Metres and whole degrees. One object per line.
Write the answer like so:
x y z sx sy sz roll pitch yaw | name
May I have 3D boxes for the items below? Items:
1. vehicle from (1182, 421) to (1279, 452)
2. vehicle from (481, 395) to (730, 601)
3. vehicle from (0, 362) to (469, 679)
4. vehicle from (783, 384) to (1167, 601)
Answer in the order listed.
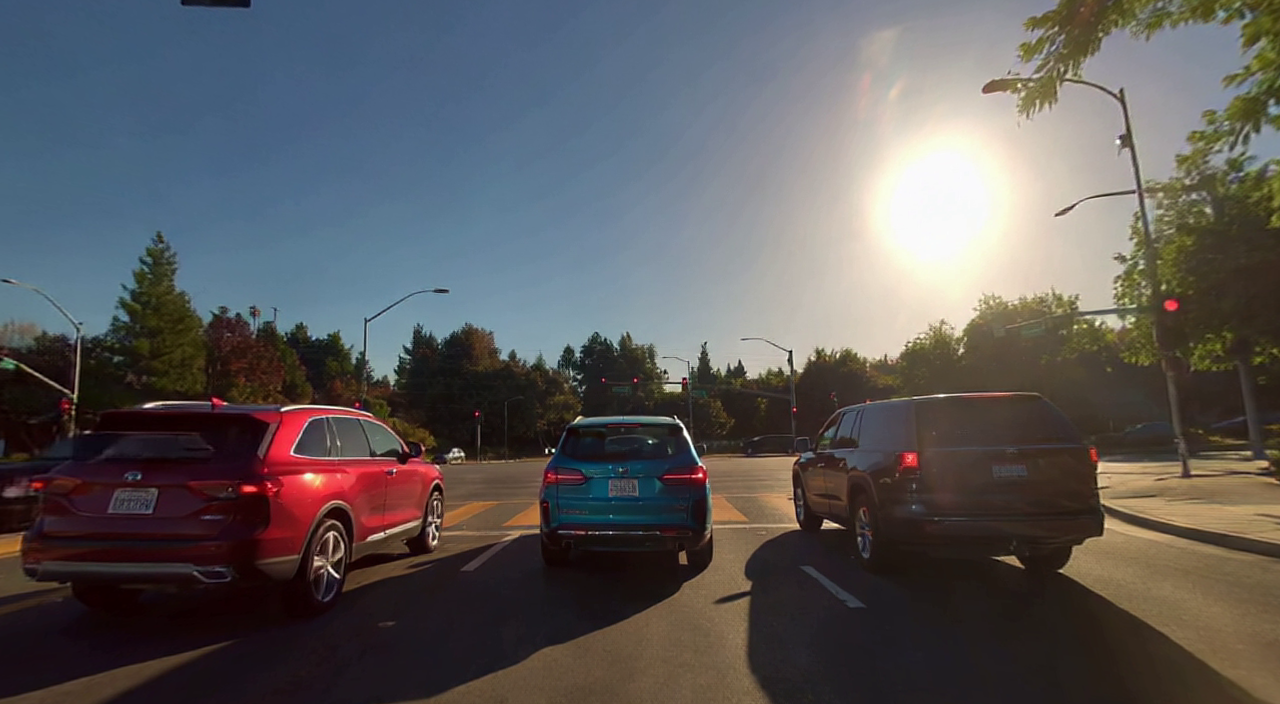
32.809 4.657 34.757 4.175 1.634 1.877 1 -8 -5 | vehicle
-0.232 1.510 7.317 2.067 1.702 3.987 0 -8 2 | vehicle
-3.275 1.279 5.892 2.047 1.810 4.414 0 -8 1 | vehicle
3.272 1.486 7.518 2.083 1.779 4.532 0 -8 0 | vehicle
